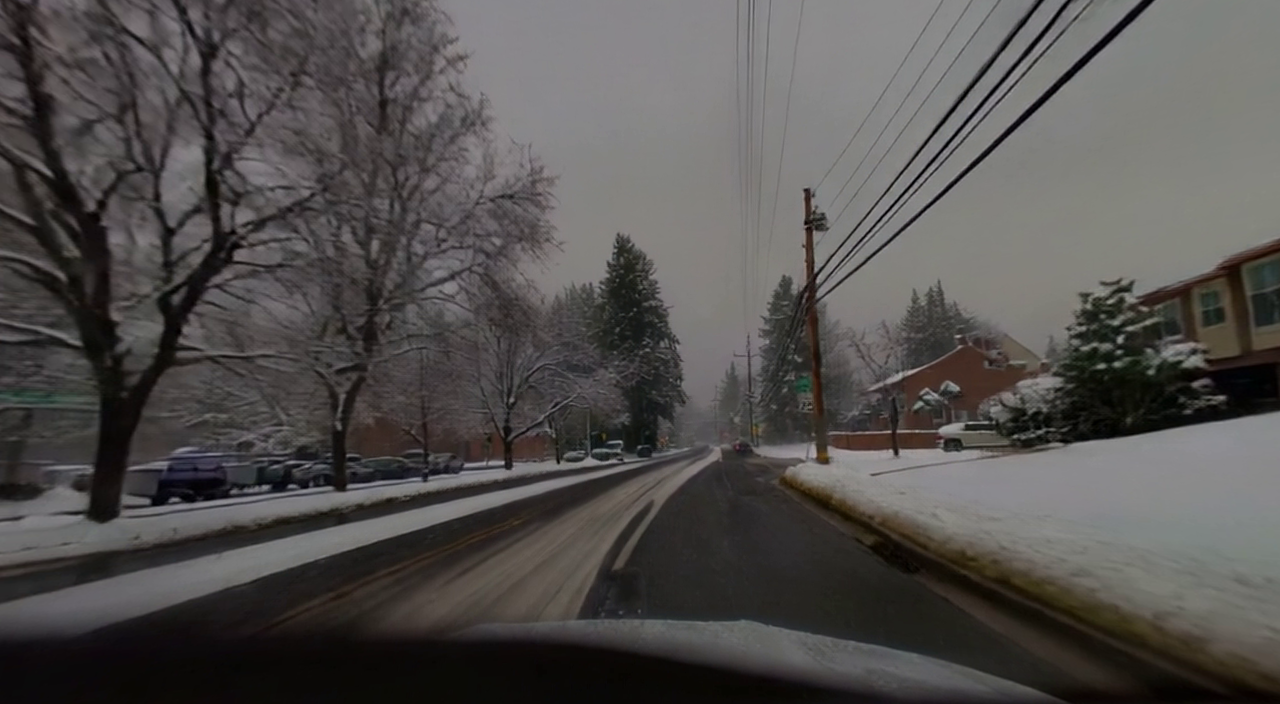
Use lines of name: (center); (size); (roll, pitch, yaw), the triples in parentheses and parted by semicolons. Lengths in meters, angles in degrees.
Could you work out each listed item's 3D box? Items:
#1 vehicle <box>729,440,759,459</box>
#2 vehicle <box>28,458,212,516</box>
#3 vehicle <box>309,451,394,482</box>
vehicle: (8.057, 7.590, 49.190); (1.990, 1.435, 4.526); (-1, -8, 6)
vehicle: (-18.022, 4.656, 22.252); (4.675, 1.442, 1.906); (-1, -7, -27)
vehicle: (-16.070, 6.403, 35.444); (4.123, 1.603, 1.906); (3, -9, -20)
